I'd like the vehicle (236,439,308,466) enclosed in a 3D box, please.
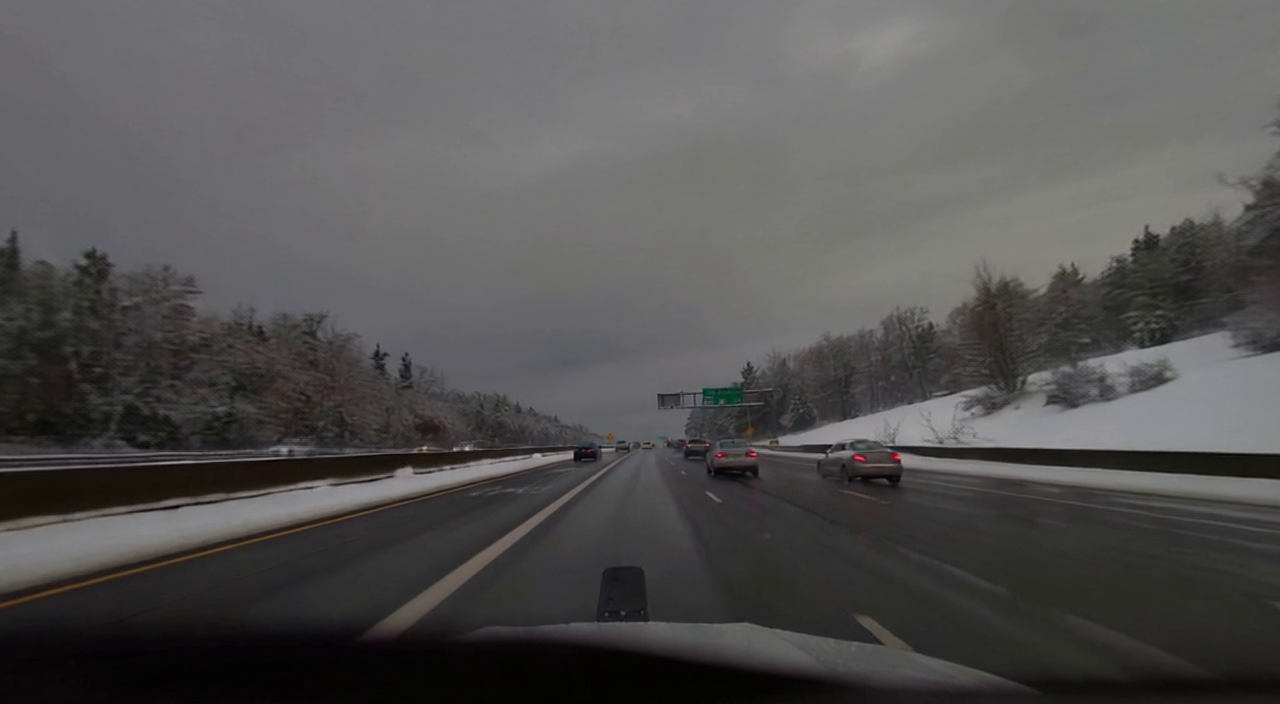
[{"bbox_3d":[-25.198,6.886,43.415,1.996,1.661,4.748,-1,-8,1],"label":"vehicle"}]

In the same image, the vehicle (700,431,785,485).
[{"bbox_3d":[3.391,3.608,21.834,2.146,1.639,4.475,0,-8,0],"label":"vehicle"}]

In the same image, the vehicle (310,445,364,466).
[{"bbox_3d":[-22.304,7.625,46.642,1.863,1.400,4.075,-1,-8,2],"label":"vehicle"}]

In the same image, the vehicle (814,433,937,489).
[{"bbox_3d":[7.249,3.389,20.036,1.988,1.518,4.856,0,-8,-1],"label":"vehicle"}]

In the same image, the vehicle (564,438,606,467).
[{"bbox_3d":[-3.332,6.215,39.229,2.106,1.682,4.395,-1,-8,2],"label":"vehicle"}]
